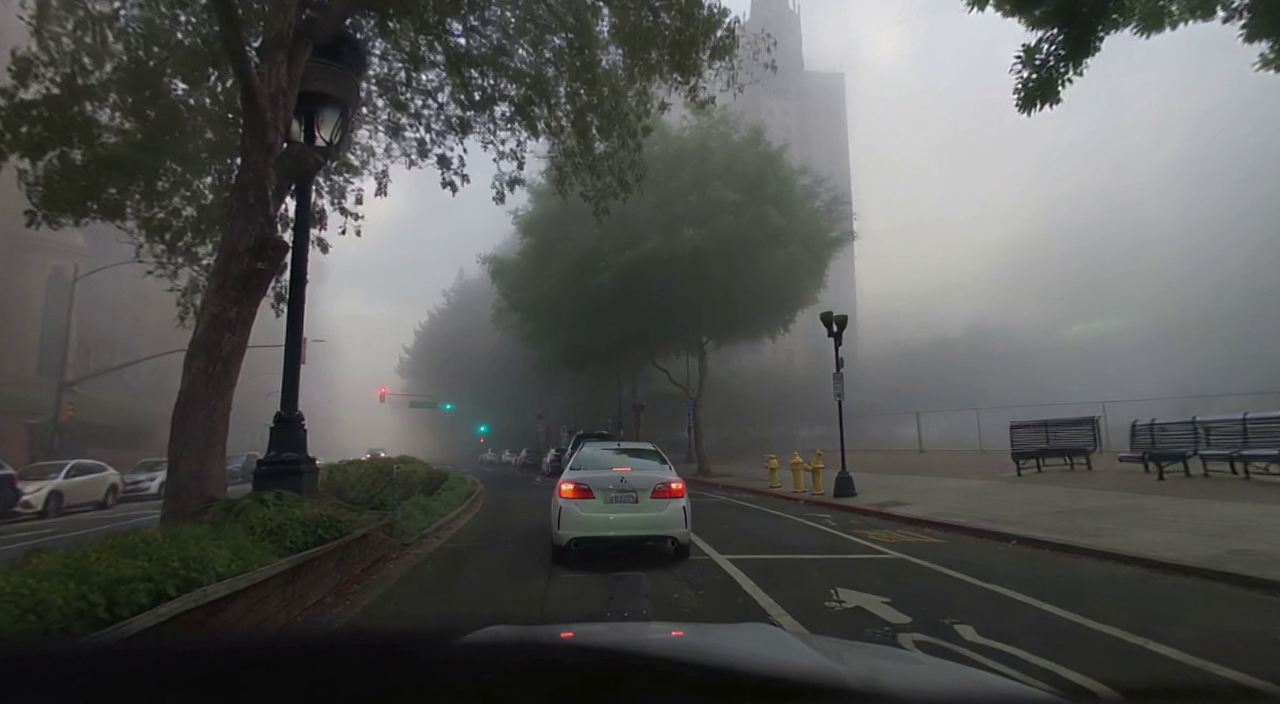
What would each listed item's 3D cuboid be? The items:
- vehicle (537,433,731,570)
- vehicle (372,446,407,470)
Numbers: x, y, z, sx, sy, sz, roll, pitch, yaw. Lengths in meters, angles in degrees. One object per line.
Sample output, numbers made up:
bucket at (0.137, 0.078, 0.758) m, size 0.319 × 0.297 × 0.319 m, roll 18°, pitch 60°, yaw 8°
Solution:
vehicle at (-0.251, 1.939, 9.017) m, size 2.142 × 1.475 × 4.051 m, roll 1°, pitch -8°, yaw -6°
vehicle at (-19.151, 8.100, 48.295) m, size 2.179 × 1.698 × 4.549 m, roll 3°, pitch -9°, yaw -19°
